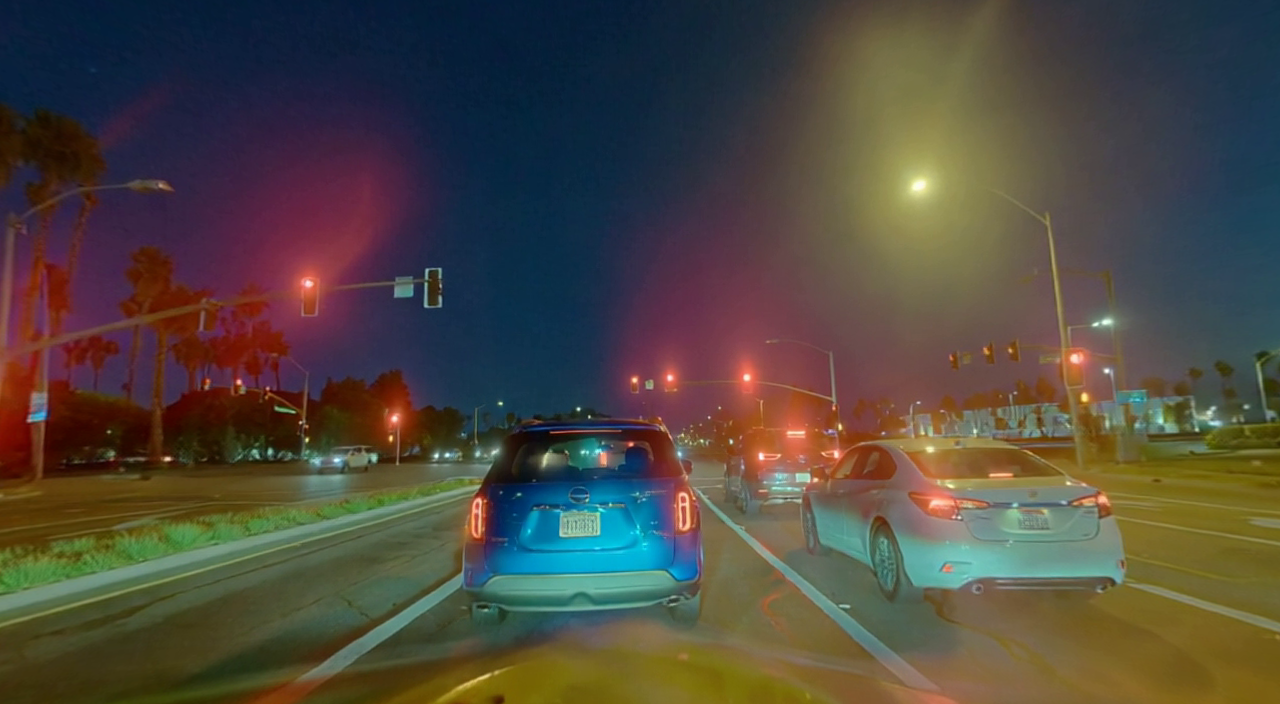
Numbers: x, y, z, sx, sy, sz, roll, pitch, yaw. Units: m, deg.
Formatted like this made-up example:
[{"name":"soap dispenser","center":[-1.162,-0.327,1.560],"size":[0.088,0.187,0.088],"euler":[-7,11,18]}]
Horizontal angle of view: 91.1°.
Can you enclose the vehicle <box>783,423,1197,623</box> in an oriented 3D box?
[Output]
[{"name":"vehicle","center":[3.118,1.608,6.967],"size":[1.971,1.473,4.495],"euler":[0,-8,0]}]

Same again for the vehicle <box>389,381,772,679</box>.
[{"name":"vehicle","center":[-0.338,1.316,5.692],"size":[2.172,1.694,4.055],"euler":[0,-8,0]}]

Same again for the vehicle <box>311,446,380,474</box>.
[{"name":"vehicle","center":[-19.888,7.274,42.730],"size":[2.119,1.786,5.252],"euler":[0,-9,0]}]

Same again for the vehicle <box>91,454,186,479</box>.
[{"name":"vehicle","center":[-37.541,8.542,47.086],"size":[5.347,1.785,2.123],"euler":[0,-9,1]}]
